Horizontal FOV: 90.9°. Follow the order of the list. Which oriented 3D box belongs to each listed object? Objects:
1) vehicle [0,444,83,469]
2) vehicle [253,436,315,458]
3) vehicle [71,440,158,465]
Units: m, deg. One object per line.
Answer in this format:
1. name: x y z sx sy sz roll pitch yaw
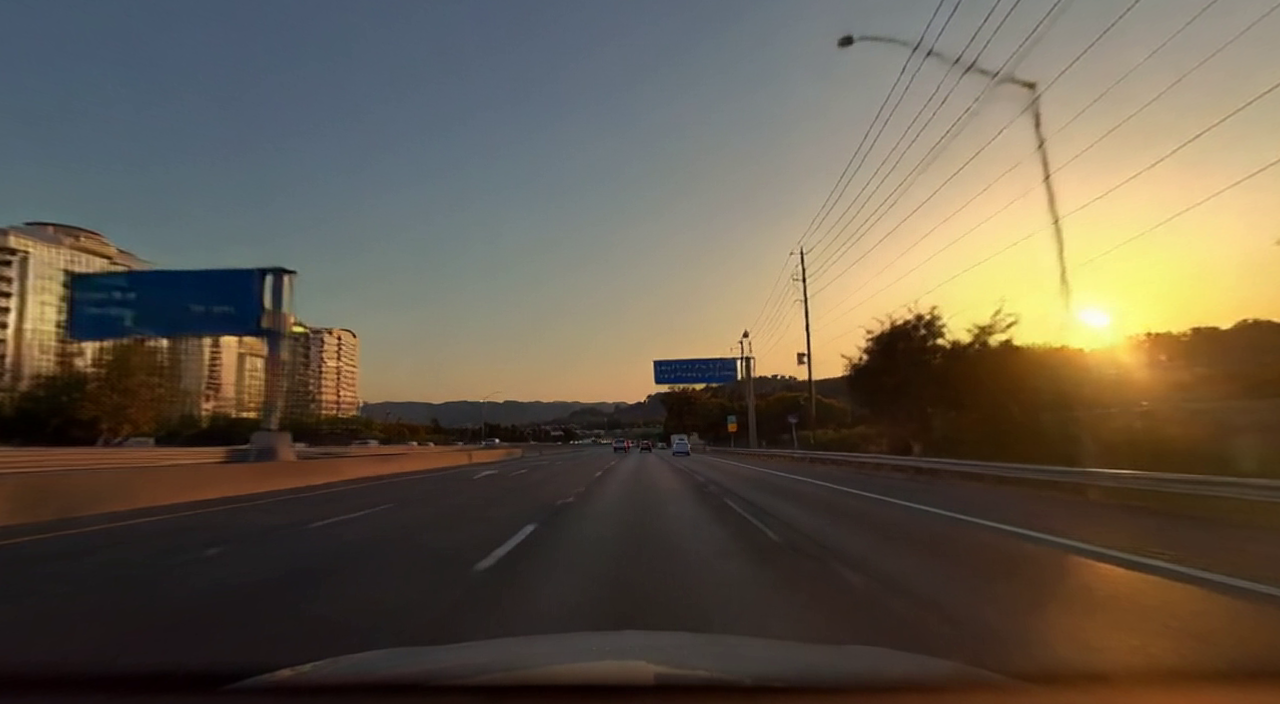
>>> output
1. vehicle: -38.081 6.559 39.750 1.781 1.481 4.520 0 -8 0
2. vehicle: -26.319 7.047 46.815 1.830 1.510 4.710 0 -8 0
3. vehicle: -34.083 6.539 41.073 1.776 1.526 4.442 0 -8 0
